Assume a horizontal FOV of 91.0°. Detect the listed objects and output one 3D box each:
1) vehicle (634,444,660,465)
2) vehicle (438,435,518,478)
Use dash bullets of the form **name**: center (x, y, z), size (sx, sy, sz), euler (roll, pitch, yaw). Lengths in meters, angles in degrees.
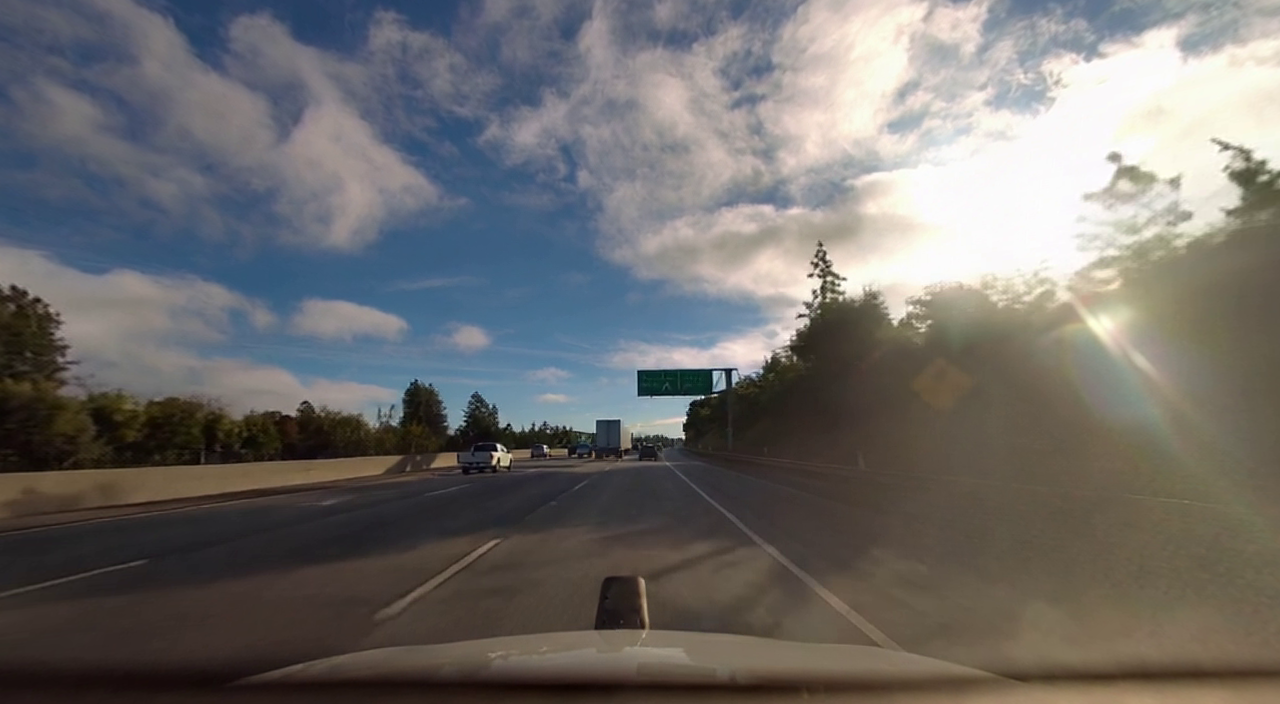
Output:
- **vehicle**: center (0.534, 7.734, 47.725), size (1.931, 1.528, 4.126), euler (0, -8, 1)
- **vehicle**: center (-7.255, 4.737, 28.879), size (2.115, 1.778, 5.572), euler (0, -8, 1)
